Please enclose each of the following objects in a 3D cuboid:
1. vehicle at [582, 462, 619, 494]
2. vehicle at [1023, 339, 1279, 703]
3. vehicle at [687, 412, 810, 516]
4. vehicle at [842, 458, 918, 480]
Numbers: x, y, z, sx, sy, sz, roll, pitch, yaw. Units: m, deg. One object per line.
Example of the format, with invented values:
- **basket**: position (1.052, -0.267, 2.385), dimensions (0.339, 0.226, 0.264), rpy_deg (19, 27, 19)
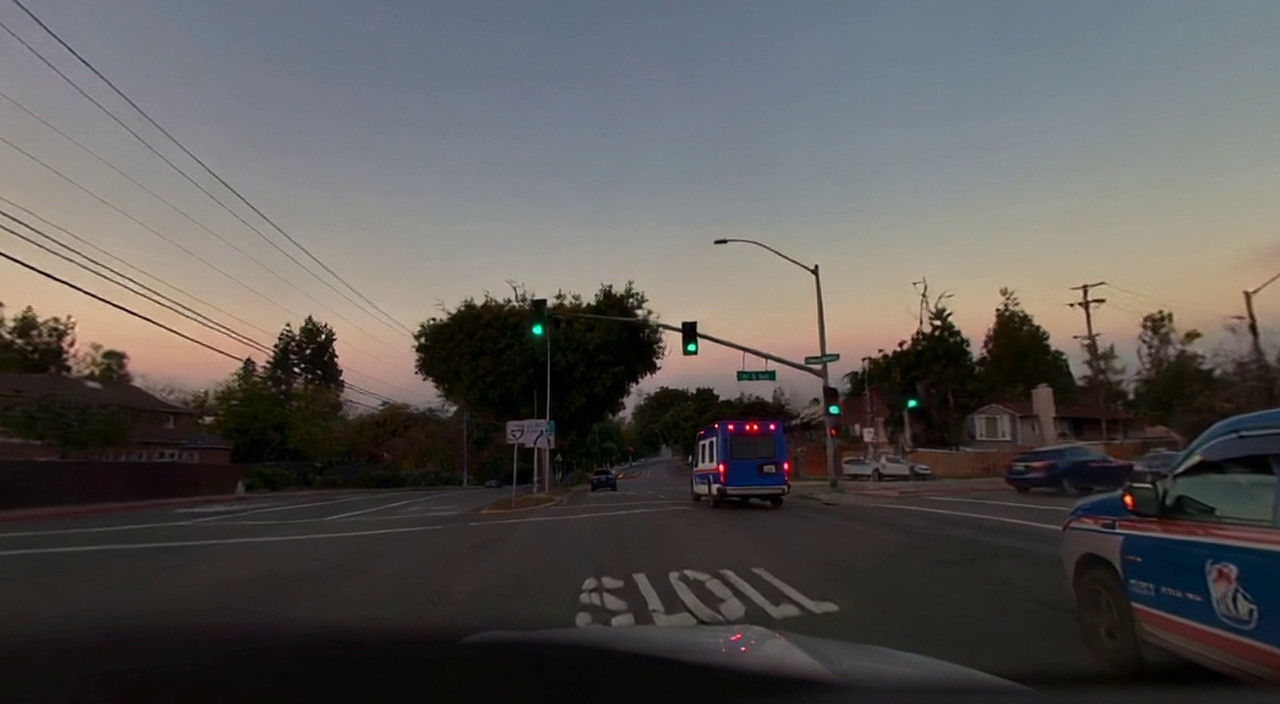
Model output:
- **vehicle**: position (-2.419, 7.495, 37.905), dimensions (2.114, 1.707, 3.725), rpy_deg (1, -9, -5)
- **vehicle**: position (4.200, 0.837, 2.602), dimensions (2.194, 1.922, 4.822), rpy_deg (0, -9, 0)
- **vehicle**: position (3.055, 3.348, 19.344), dimensions (2.406, 2.687, 5.521), rpy_deg (0, -9, -4)
- **vehicle**: position (17.630, 8.610, 46.528), dimensions (4.868, 1.455, 2.054), rpy_deg (-5, -10, 30)
